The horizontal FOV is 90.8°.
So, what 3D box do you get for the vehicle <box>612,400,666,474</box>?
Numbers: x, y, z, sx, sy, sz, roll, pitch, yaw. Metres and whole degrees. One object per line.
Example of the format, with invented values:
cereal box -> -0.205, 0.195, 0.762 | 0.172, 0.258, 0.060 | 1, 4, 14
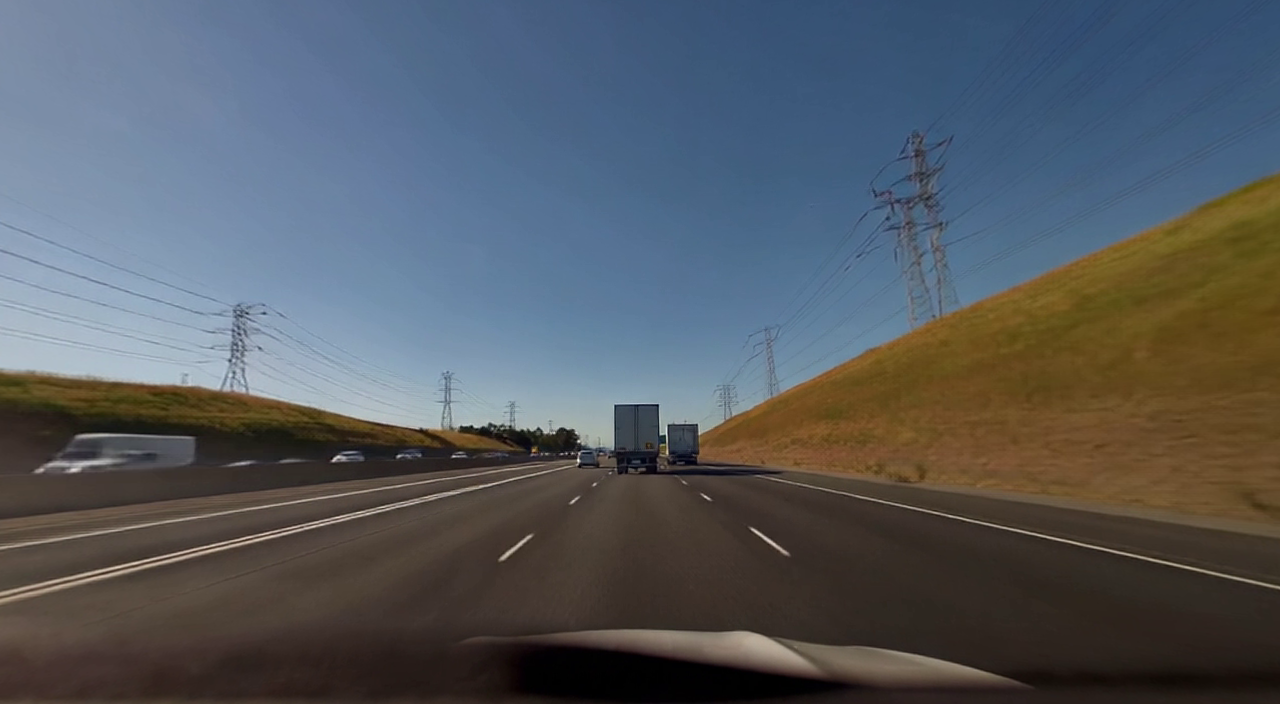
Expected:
vehicle -> -0.063, 5.524, 40.340 | 2.985, 4.025, 10.982 | 0, -9, 0
